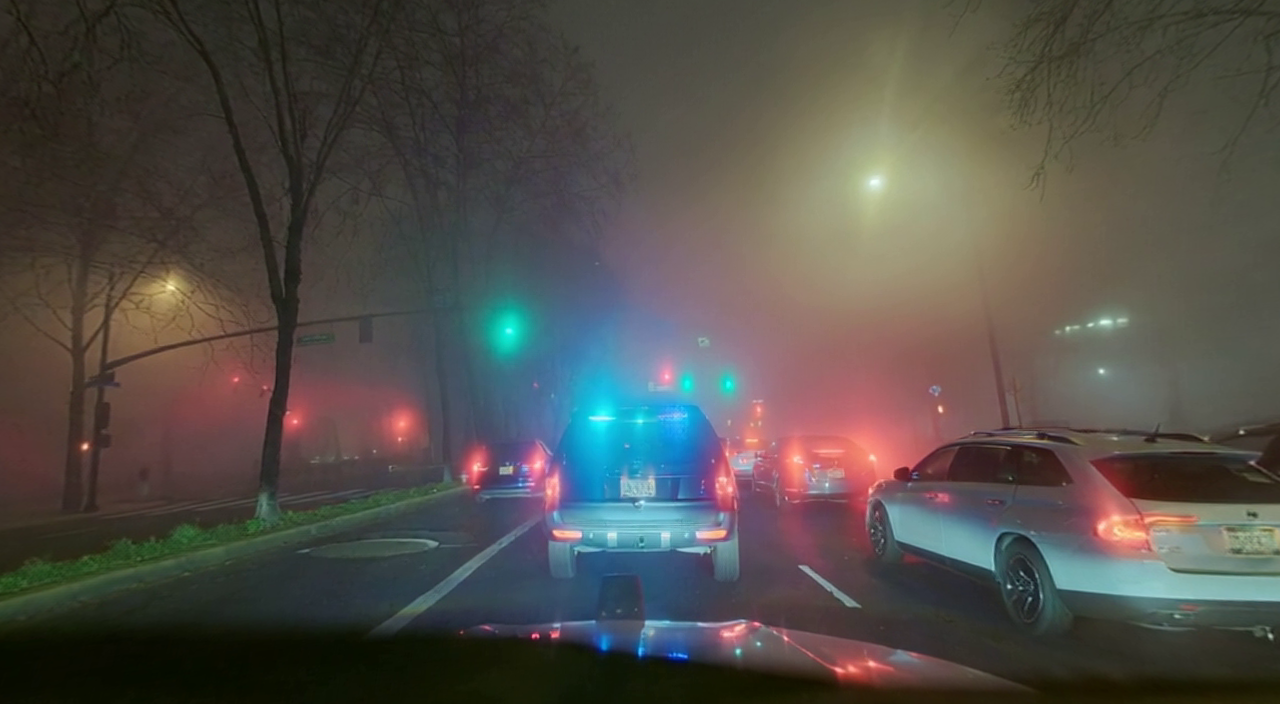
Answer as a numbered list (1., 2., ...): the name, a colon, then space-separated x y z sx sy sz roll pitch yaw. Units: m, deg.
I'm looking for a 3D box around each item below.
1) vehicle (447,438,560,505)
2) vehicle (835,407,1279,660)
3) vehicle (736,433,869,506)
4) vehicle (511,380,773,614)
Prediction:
1. vehicle: -3.311 2.981 16.202 1.913 1.464 4.276 0 -8 0
2. vehicle: 3.636 1.406 6.073 1.995 1.483 4.533 0 -8 -1
3. vehicle: 3.646 2.709 15.060 1.940 1.474 4.234 0 -8 -1
4. vehicle: -0.036 1.455 7.269 2.038 1.819 4.505 0 -8 -1
